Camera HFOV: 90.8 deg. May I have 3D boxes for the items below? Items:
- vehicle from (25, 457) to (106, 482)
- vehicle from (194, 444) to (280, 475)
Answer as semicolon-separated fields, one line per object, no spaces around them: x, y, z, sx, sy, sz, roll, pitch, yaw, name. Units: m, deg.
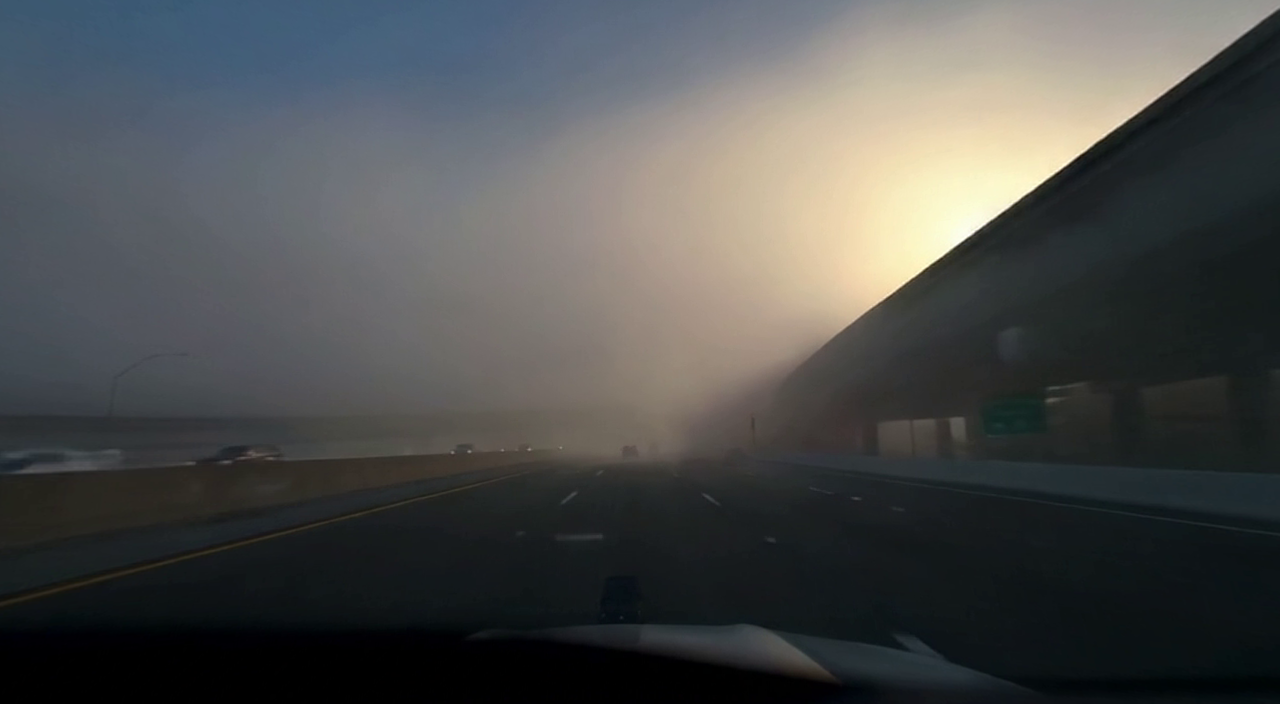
-44.841;9.149;49.458;2.358;1.731;4.719;1;-9;-9;vehicle
-24.050;6.430;37.979;2.013;1.700;4.797;0;-9;0;vehicle
